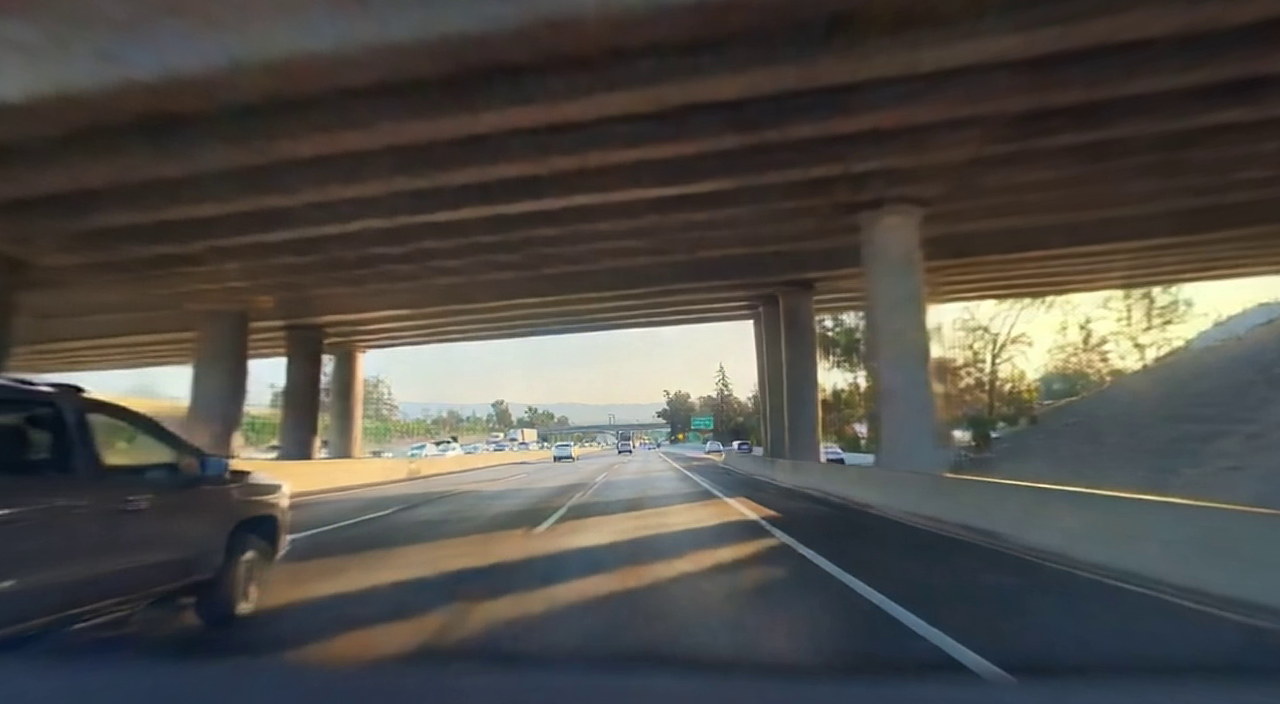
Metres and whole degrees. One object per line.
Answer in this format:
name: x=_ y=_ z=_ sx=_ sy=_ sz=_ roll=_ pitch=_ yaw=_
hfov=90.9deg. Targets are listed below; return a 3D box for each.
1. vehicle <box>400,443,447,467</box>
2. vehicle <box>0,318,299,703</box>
vehicle: x=-16.391 y=7.783 z=47.950 sx=2.036 sy=1.666 sz=4.303 roll=0 pitch=-8 yaw=1
vehicle: x=-3.715 y=0.801 z=2.527 sx=1.994 sy=1.911 sz=4.819 roll=0 pitch=-8 yaw=0
